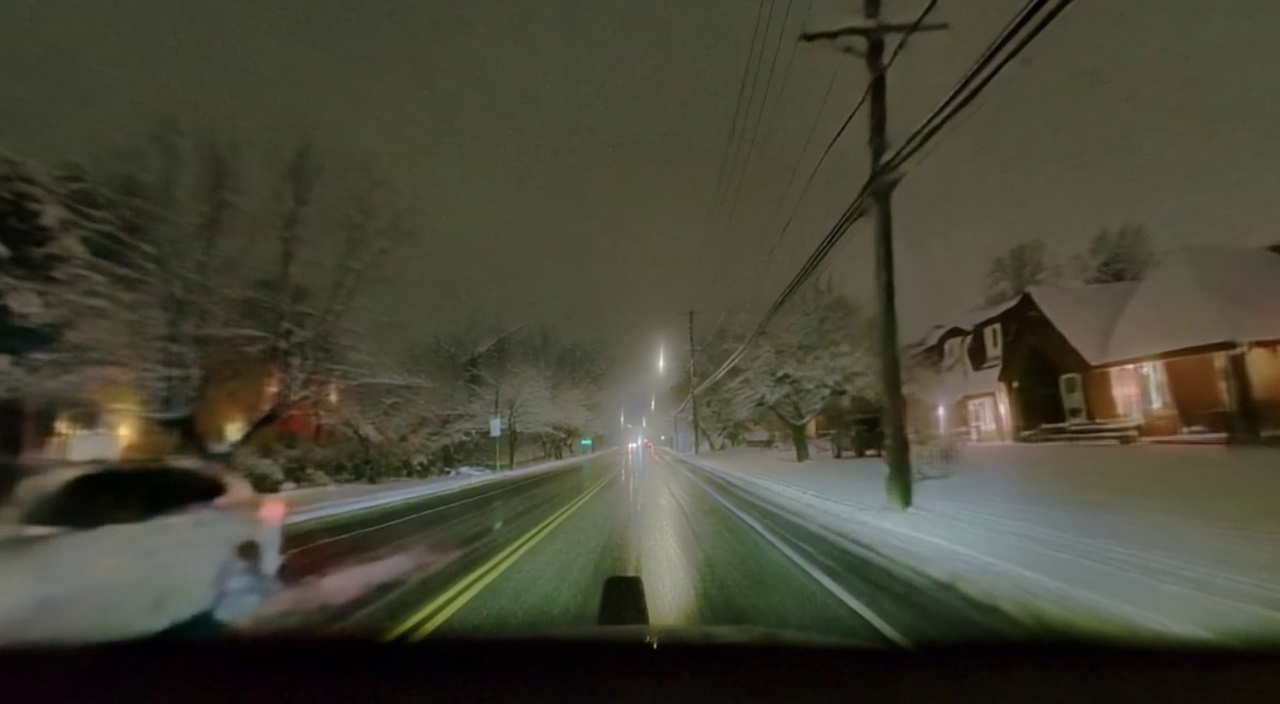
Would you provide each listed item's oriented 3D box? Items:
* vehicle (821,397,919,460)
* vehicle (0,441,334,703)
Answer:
[{"bbox_3d":[7.806,2.735,21.907,1.878,1.743,4.556,-7,-9,4],"label":"vehicle"},{"bbox_3d":[-3.894,1.288,3.614,2.028,1.488,4.392,-1,-9,1],"label":"vehicle"}]
